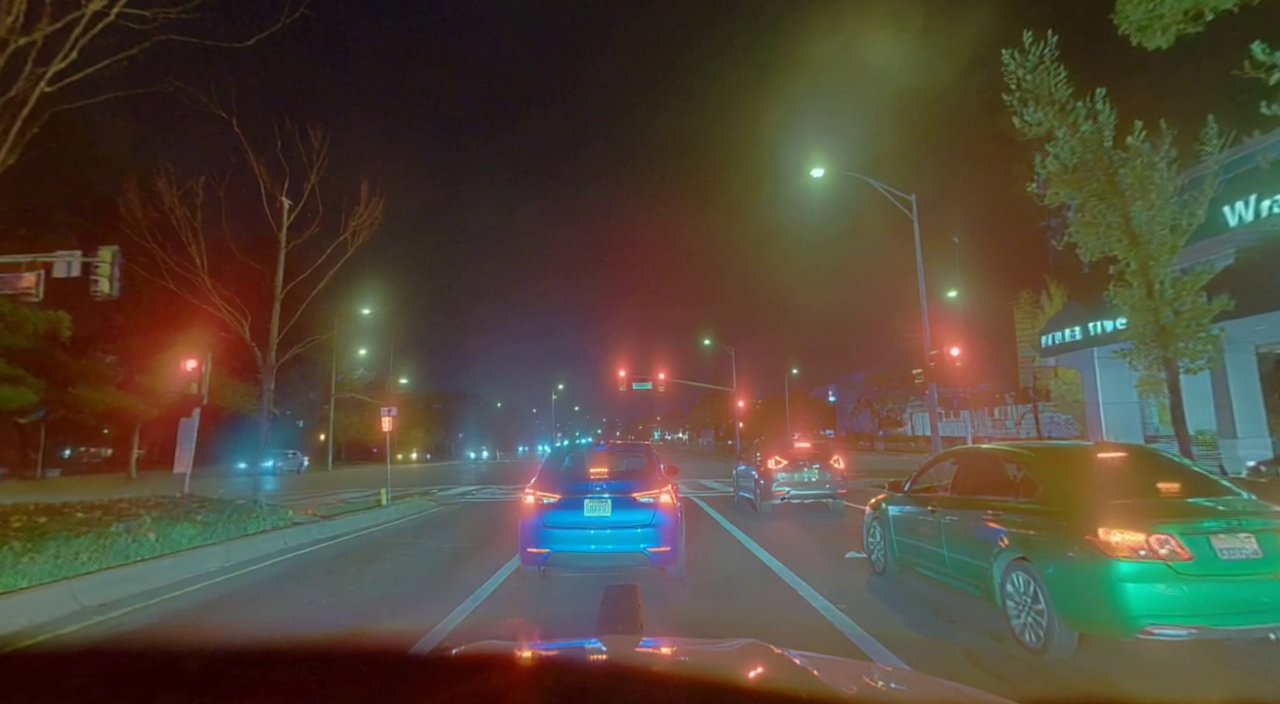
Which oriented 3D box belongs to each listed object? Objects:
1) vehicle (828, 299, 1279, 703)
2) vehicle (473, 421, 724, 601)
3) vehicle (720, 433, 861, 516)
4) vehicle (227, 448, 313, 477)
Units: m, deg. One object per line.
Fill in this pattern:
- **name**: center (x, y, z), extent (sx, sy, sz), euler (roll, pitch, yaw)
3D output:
- **vehicle**: center (3.585, 1.108, 5.053), extent (2.572, 1.945, 5.065), euler (0, -8, 0)
- **vehicle**: center (-0.371, 1.651, 7.412), extent (2.143, 1.520, 3.848), euler (0, -8, -1)
- **vehicle**: center (3.155, 2.666, 14.335), extent (2.026, 1.549, 4.559), euler (0, -8, -1)
- **vehicle**: center (-21.597, 6.452, 37.172), extent (2.091, 1.534, 4.846), euler (0, -8, 0)
